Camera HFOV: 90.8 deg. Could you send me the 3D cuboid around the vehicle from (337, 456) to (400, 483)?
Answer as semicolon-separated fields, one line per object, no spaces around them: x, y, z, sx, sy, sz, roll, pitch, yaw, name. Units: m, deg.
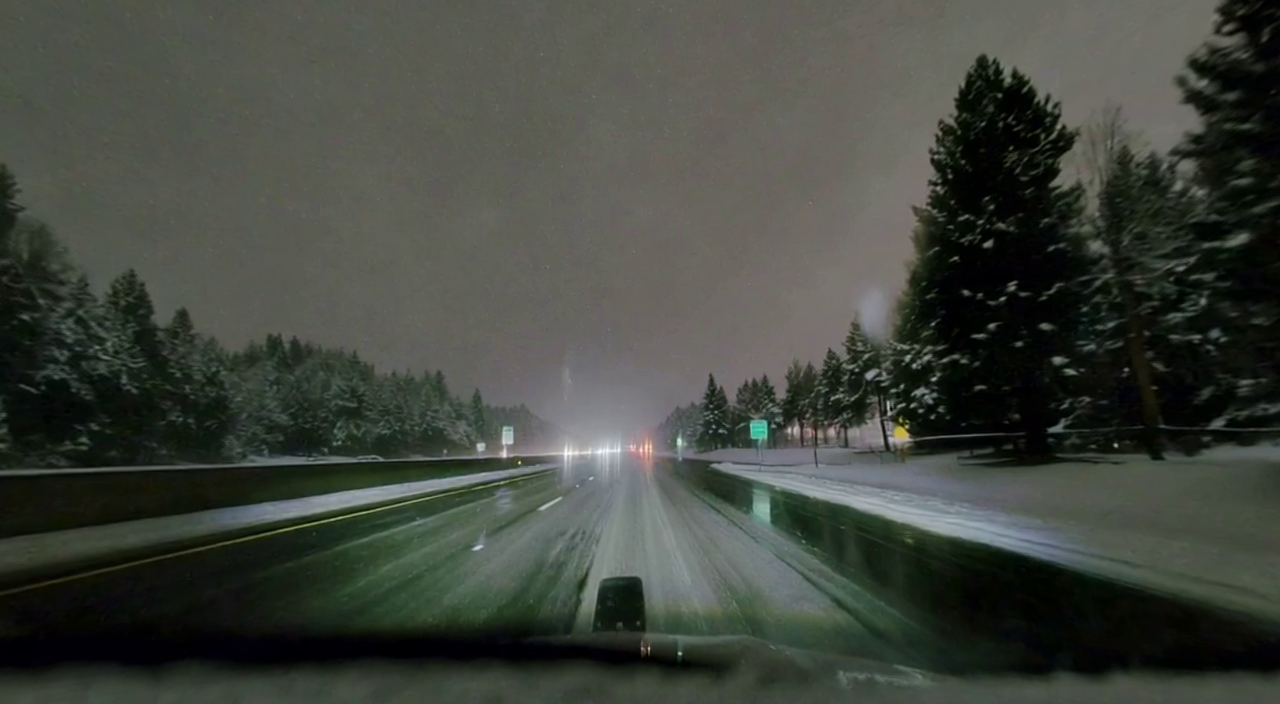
-16.930;7.329;39.572;1.961;1.512;4.406;0;-9;0;vehicle
